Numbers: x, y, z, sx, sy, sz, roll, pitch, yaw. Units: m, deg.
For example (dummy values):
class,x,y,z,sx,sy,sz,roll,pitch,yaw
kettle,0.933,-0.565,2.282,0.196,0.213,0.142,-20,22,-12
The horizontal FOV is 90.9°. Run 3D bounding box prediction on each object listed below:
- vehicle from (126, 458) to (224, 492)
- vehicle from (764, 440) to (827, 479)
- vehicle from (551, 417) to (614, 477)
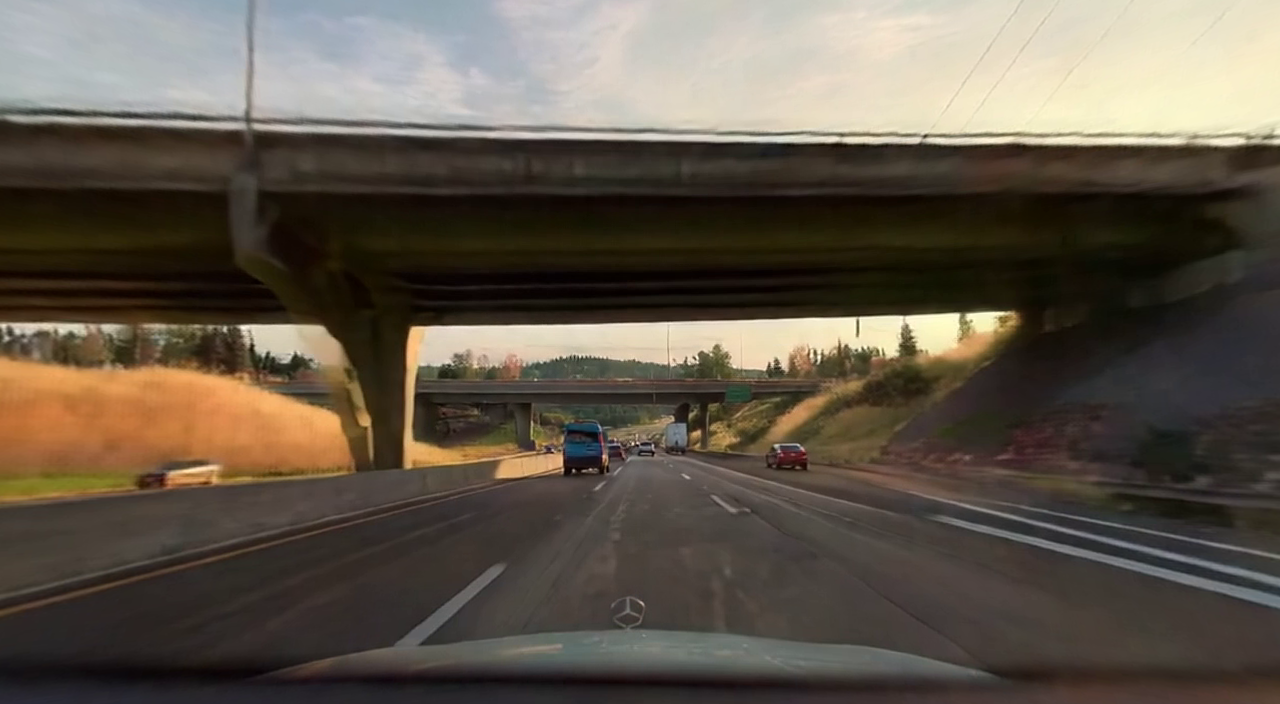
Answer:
class,x,y,z,sx,sy,sz,roll,pitch,yaw
vehicle,-20.770,5.499,28.345,1.771,1.357,3.502,0,-9,-1
vehicle,7.078,4.952,29.196,1.936,1.664,4.198,0,-9,1
vehicle,-2.660,4.697,31.003,2.451,2.627,5.868,0,-9,1
